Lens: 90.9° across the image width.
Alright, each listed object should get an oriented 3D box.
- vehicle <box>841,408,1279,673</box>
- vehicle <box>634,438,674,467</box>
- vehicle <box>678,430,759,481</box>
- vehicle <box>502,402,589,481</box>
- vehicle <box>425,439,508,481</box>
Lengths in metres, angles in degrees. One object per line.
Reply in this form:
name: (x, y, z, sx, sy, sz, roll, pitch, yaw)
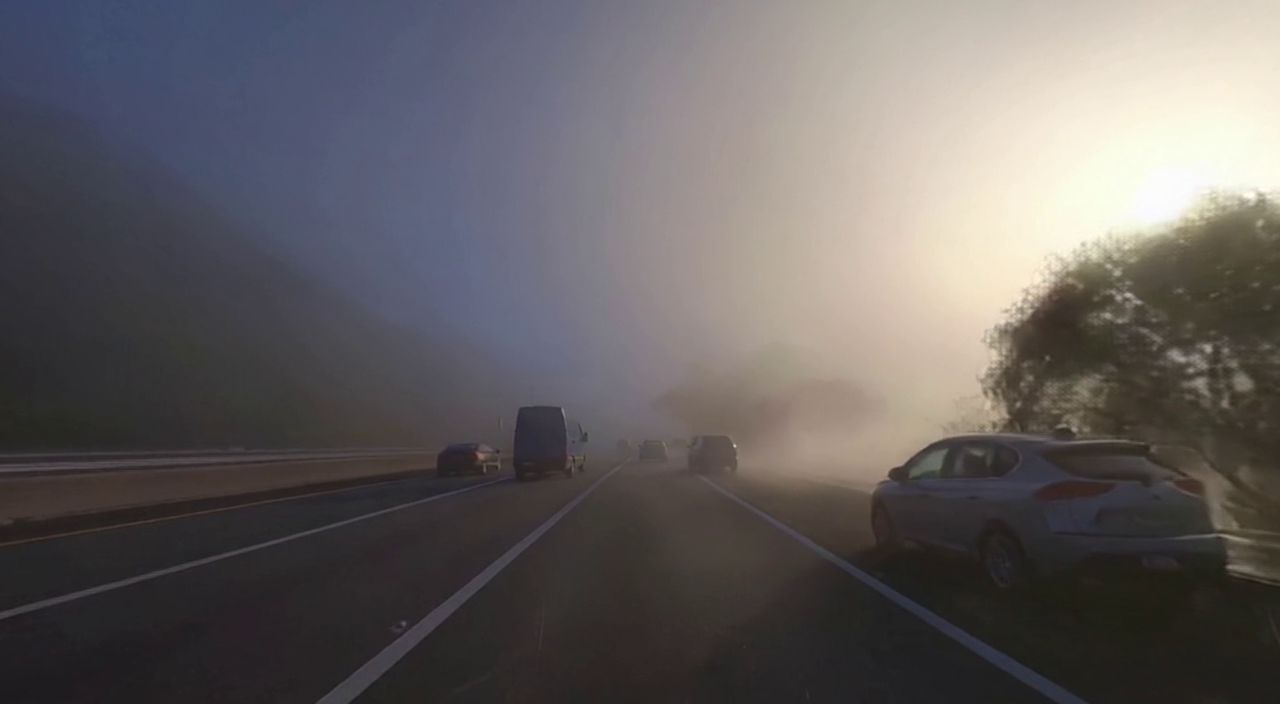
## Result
vehicle: (3.669, 1.387, 5.853, 2.050, 1.491, 4.362, 0, -8, -2)
vehicle: (0.716, 5.453, 34.421, 2.054, 1.504, 3.890, 0, -8, 0)
vehicle: (2.752, 3.756, 23.174, 2.270, 1.660, 4.101, 0, -8, -3)
vehicle: (-3.425, 3.446, 24.317, 2.396, 2.664, 5.735, 0, -8, 1)
vehicle: (-6.716, 4.196, 24.891, 1.964, 1.487, 4.417, 0, -8, 1)
